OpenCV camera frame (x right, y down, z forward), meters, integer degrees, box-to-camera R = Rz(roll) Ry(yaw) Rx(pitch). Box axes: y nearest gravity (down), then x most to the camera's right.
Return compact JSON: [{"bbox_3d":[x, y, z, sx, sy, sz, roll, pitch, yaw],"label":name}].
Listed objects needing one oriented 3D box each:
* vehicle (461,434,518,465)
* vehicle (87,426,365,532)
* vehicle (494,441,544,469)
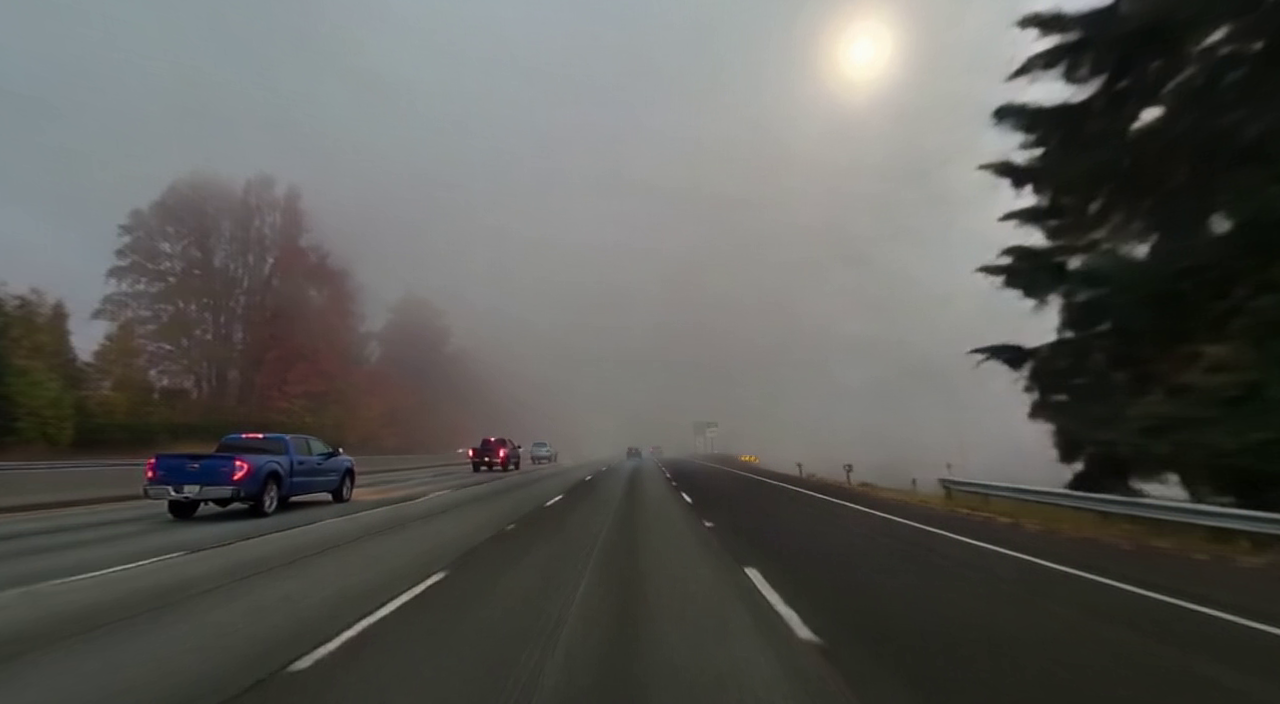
[{"bbox_3d":[-10.294,6.727,43.606,2.347,1.984,5.778,0,-8,2],"label":"vehicle"},{"bbox_3d":[-7.219,2.241,11.803,1.965,1.567,4.686,0,-8,1],"label":"vehicle"},{"bbox_3d":[-6.812,5.858,36.017,1.919,1.499,4.234,0,-8,1],"label":"vehicle"}]
